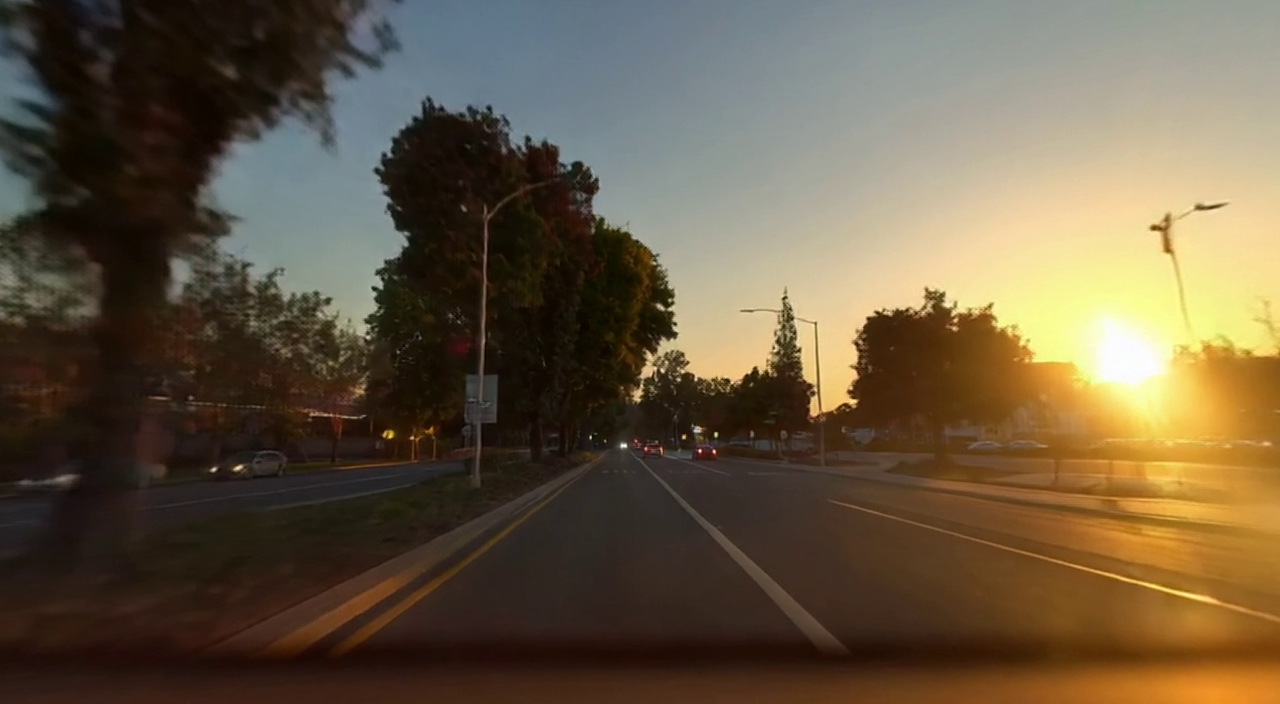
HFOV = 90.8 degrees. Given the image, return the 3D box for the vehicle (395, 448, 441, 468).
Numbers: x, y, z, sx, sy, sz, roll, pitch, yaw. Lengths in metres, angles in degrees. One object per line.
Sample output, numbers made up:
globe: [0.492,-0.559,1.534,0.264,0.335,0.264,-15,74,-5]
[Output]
vehicle: [-17.168,8.211,49.081,1.961,1.480,4.520,0,-9,0]

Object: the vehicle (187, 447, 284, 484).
vehicle: [-20.079,5.615,31.602,1.957,1.643,4.460,0,-8,-1]

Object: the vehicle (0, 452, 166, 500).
vehicle: [-19.756,4.346,22.621,1.915,1.477,4.773,0,-9,-1]
